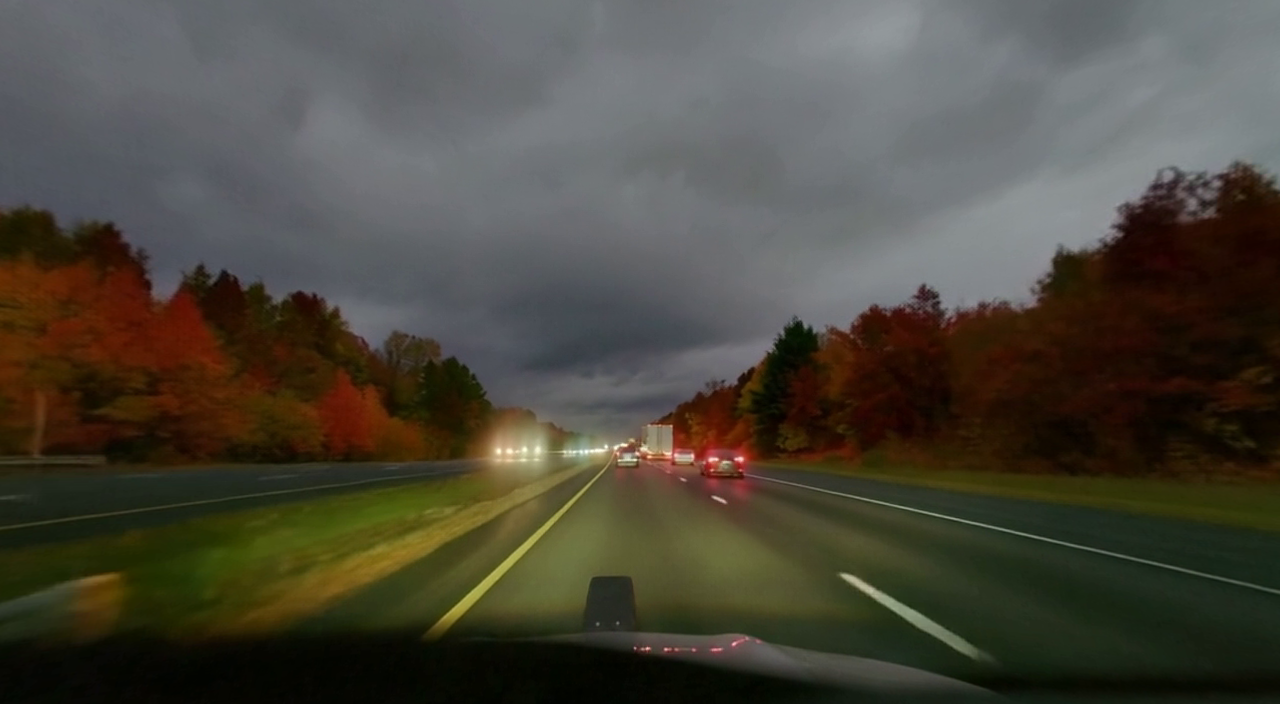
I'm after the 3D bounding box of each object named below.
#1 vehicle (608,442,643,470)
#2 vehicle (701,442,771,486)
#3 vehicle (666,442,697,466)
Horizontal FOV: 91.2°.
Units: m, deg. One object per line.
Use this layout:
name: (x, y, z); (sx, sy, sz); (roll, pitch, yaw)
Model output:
vehicle: (-0.958, 6.763, 40.998); (2.151, 1.693, 4.201); (0, -9, -2)
vehicle: (3.577, 4.247, 23.990); (1.968, 1.513, 3.911); (0, -9, -1)
vehicle: (3.134, 7.842, 48.468); (1.982, 1.745, 4.151); (0, -9, -2)
